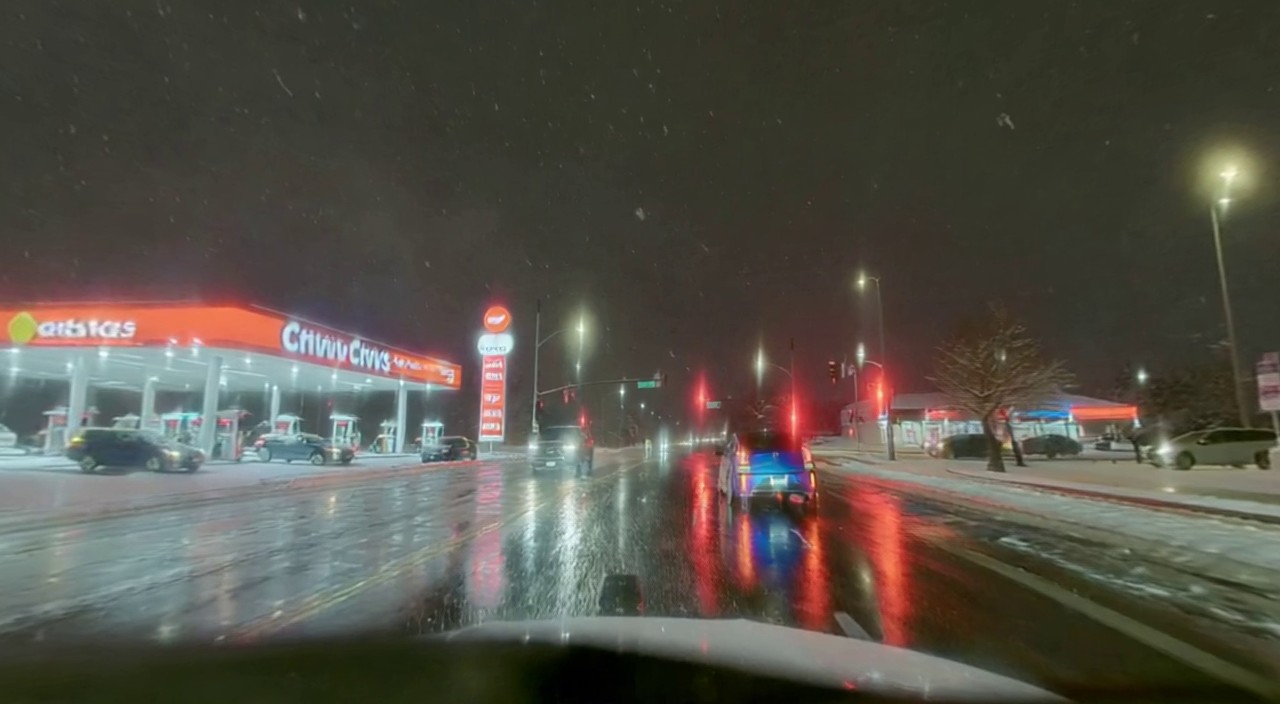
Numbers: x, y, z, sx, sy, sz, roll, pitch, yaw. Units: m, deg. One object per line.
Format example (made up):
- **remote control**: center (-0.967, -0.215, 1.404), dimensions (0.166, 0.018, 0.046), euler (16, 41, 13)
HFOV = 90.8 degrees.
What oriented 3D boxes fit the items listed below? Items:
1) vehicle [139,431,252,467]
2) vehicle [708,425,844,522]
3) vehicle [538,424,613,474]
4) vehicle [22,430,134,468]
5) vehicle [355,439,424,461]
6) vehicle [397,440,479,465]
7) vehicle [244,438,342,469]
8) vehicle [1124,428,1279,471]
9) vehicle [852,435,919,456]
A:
- **vehicle**: center (-24.445, 5.340, 34.800), dimensions (4.975, 1.863, 2.443), euler (-3, -9, 18)
- **vehicle**: center (2.413, 2.272, 12.378), dimensions (1.995, 1.525, 4.392), euler (-1, -8, 5)
- **vehicle**: center (-2.681, 4.249, 27.788), dimensions (2.334, 1.966, 5.056), euler (-1, -8, 5)
- **vehicle**: center (-32.903, 5.690, 36.992), dimensions (5.687, 2.081, 2.191), euler (-3, -8, 18)
- **vehicle**: center (-17.826, 6.949, 44.992), dimensions (4.294, 1.480, 1.936), euler (-3, -9, 19)
- **vehicle**: center (-12.616, 6.290, 39.671), dimensions (1.854, 1.501, 4.561), euler (-8, -11, 41)
- **vehicle**: center (-17.879, 5.204, 32.528), dimensions (4.610, 1.515, 2.112), euler (-4, -9, 27)
- **vehicle**: center (21.831, 3.741, 24.398), dimensions (1.956, 1.463, 4.500), euler (4, -9, -23)
- **vehicle**: center (18.826, 7.197, 48.565), dimensions (4.510, 1.483, 1.774), euler (-5, -10, 30)
